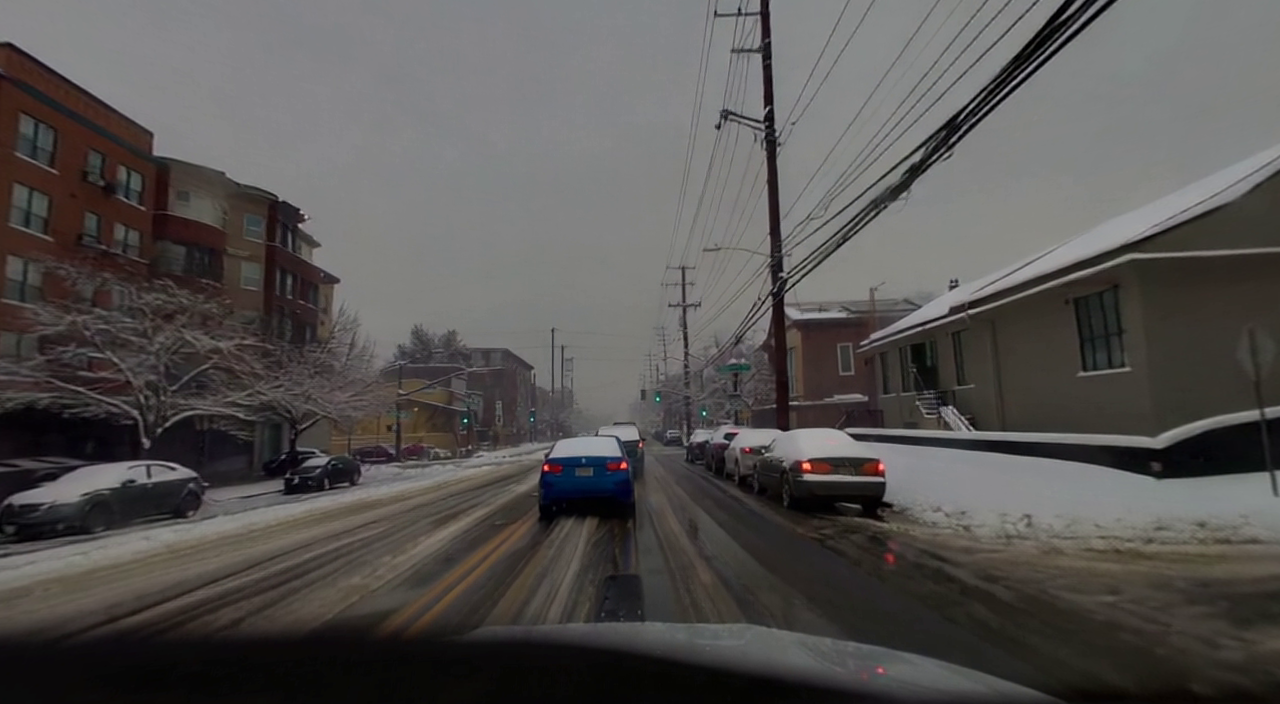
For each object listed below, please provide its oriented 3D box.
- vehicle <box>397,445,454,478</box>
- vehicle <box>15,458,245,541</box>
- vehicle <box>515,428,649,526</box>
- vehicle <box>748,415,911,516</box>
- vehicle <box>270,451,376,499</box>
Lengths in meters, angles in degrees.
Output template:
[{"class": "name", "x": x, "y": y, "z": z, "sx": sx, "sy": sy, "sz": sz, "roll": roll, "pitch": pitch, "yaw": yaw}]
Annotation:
[{"class": "vehicle", "x": -12.256, "y": 6.250, "z": 36.409, "sx": 2.011, "sy": 1.687, "sz": 4.079, "roll": -3, "pitch": -8, "yaw": -2}, {"class": "vehicle", "x": -12.061, "y": 3.448, "z": 15.487, "sx": 1.850, "sy": 1.487, "sz": 4.711, "roll": -3, "pitch": -8, "yaw": -1}, {"class": "vehicle", "x": -0.901, "y": 2.230, "z": 11.896, "sx": 2.019, "sy": 1.453, "sz": 4.603, "roll": 0, "pitch": -8, "yaw": -1}, {"class": "vehicle", "x": 3.666, "y": 2.298, "z": 13.215, "sx": 1.967, "sy": 1.721, "sz": 4.410, "roll": 0, "pitch": -8, "yaw": -1}, {"class": "vehicle", "x": -12.140, "y": 4.680, "z": 24.501, "sx": 1.868, "sy": 1.491, "sz": 4.367, "roll": -5, "pitch": -8, "yaw": 0}]
